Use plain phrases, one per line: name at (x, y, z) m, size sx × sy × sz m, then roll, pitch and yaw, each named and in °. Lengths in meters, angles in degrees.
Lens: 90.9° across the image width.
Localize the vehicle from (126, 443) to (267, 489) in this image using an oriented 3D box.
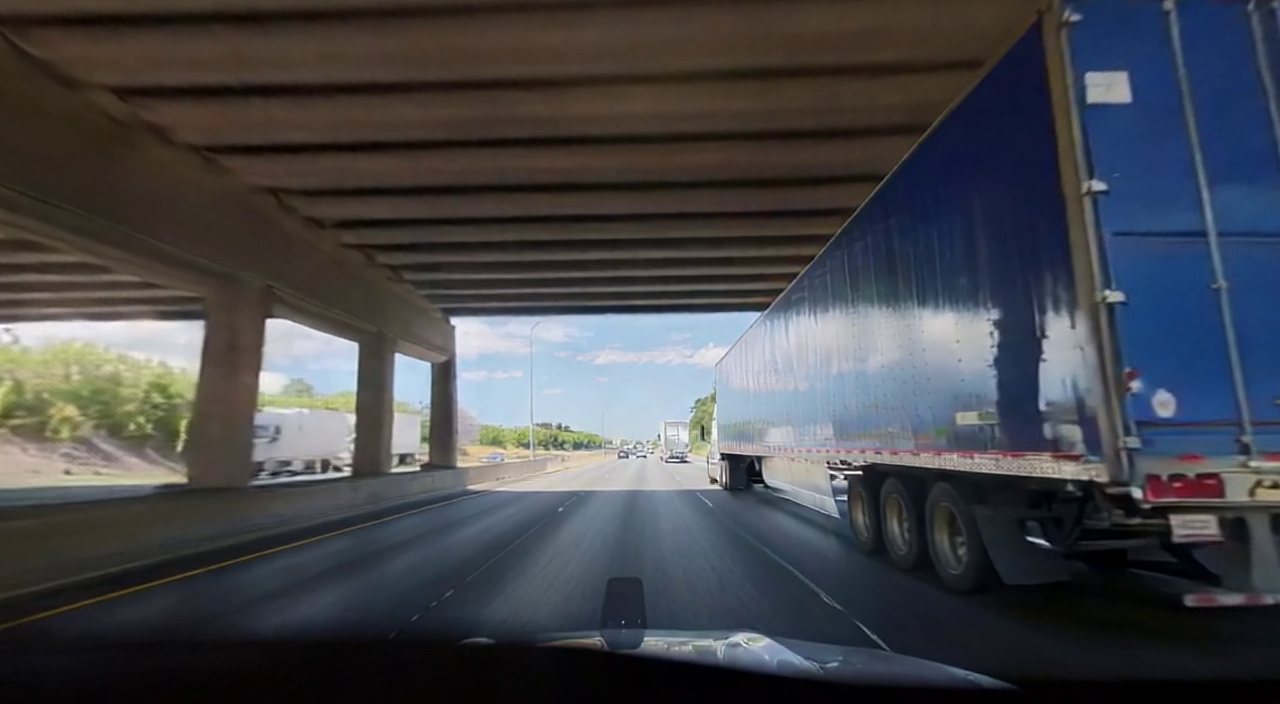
vehicle at (-15.312, 3.954, 22.101) m, size 1.865 × 1.434 × 4.197 m, roll 0°, pitch -9°, yaw 0°

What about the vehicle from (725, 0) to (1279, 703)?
vehicle at (3.856, 0.795, 10.004) m, size 2.825 × 4.054 × 14.210 m, roll 0°, pitch -9°, yaw -1°

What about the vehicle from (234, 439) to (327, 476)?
vehicle at (-18.779, 5.530, 33.213) m, size 2.040 × 1.755 × 4.902 m, roll 0°, pitch -9°, yaw -1°
